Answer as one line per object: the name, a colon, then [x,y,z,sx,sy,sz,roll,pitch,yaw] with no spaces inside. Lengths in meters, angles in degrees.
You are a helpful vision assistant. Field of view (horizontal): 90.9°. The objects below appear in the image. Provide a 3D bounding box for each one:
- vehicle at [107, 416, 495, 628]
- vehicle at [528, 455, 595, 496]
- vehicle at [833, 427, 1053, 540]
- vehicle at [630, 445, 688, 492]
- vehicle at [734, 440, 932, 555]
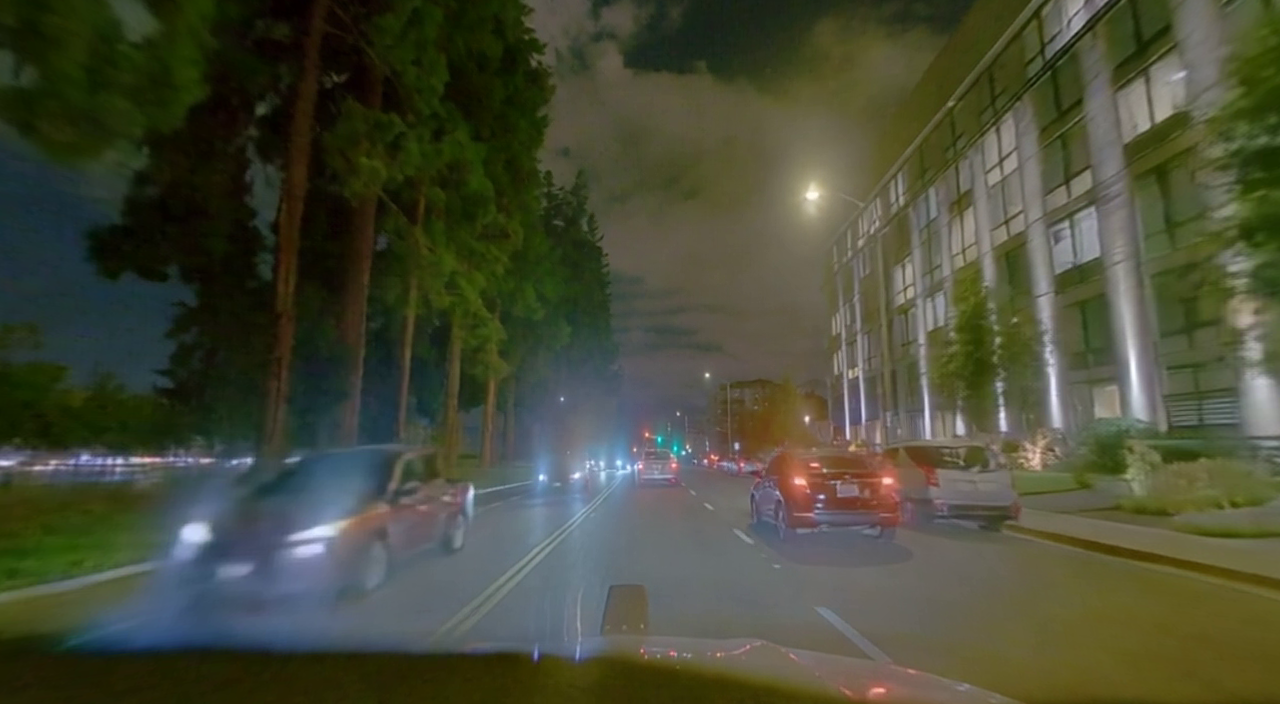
vehicle: [-3.310,1.755,7.417,2.124,1.731,4.227,-1,-9,1]
vehicle: [-2.915,4.686,24.279,1.997,1.415,4.195,-1,-9,1]
vehicle: [5.685,2.524,12.698,2.059,1.813,4.637,0,-9,0]
vehicle: [0.715,4.533,24.785,2.105,1.653,3.887,-1,-9,1]
vehicle: [2.951,2.322,10.722,1.991,1.536,4.116,0,-9,-1]
